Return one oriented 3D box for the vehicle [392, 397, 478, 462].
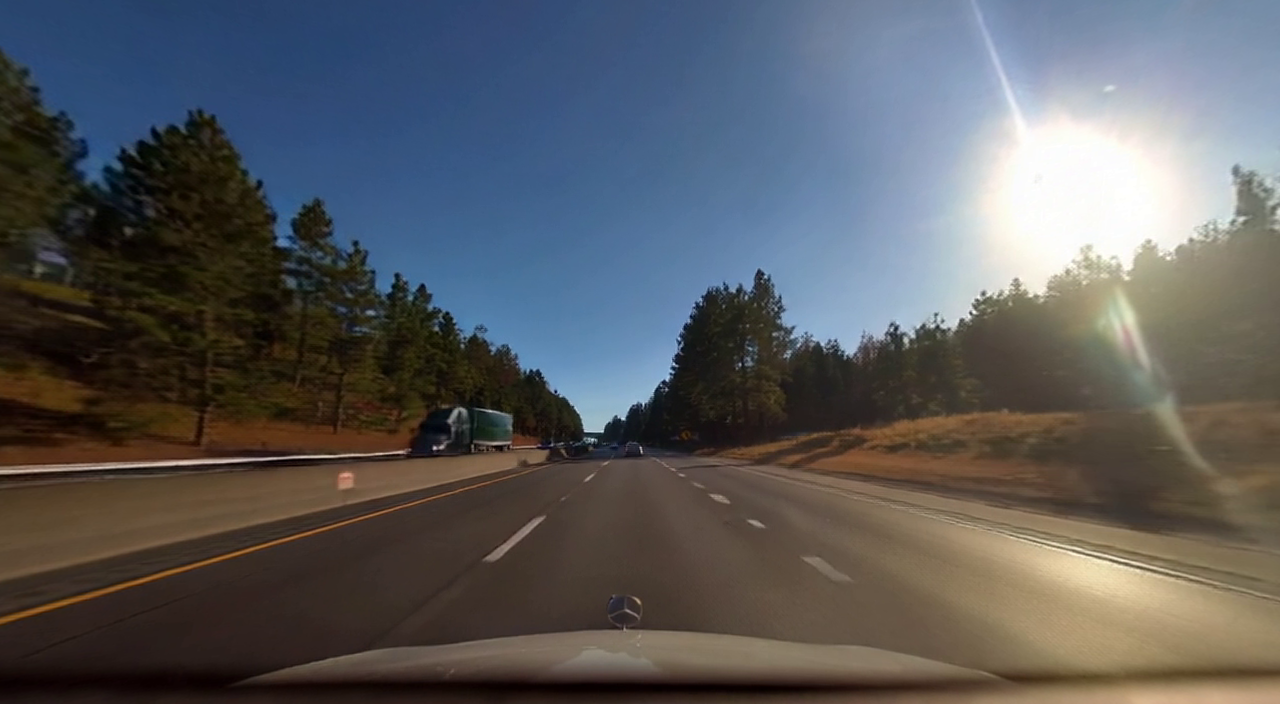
[{"bbox_3d":[-13.651,5.384,42.982,3.016,3.981,8.399,0,-8,0],"label":"vehicle"}]
